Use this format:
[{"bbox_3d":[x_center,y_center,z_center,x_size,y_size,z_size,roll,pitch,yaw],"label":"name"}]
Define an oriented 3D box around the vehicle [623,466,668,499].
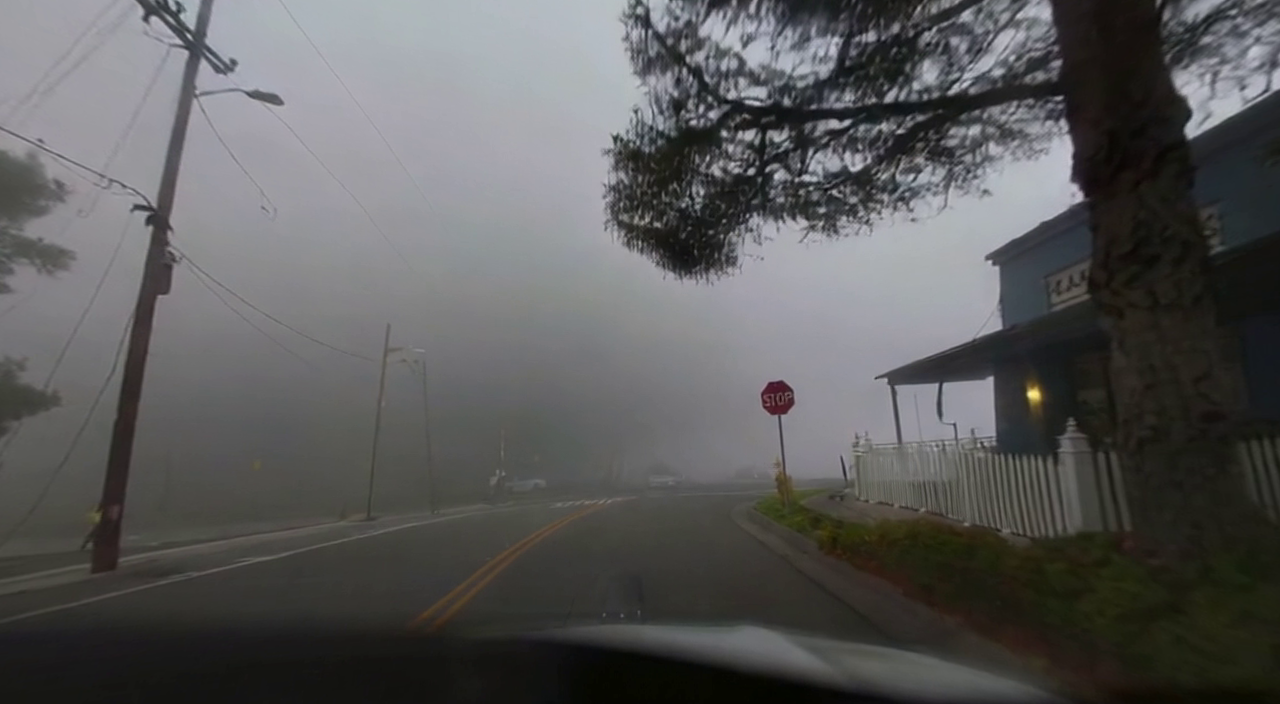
[{"bbox_3d":[0.199,7.192,35.188,2.112,1.479,5.323,0,-8,-4],"label":"vehicle"}]
